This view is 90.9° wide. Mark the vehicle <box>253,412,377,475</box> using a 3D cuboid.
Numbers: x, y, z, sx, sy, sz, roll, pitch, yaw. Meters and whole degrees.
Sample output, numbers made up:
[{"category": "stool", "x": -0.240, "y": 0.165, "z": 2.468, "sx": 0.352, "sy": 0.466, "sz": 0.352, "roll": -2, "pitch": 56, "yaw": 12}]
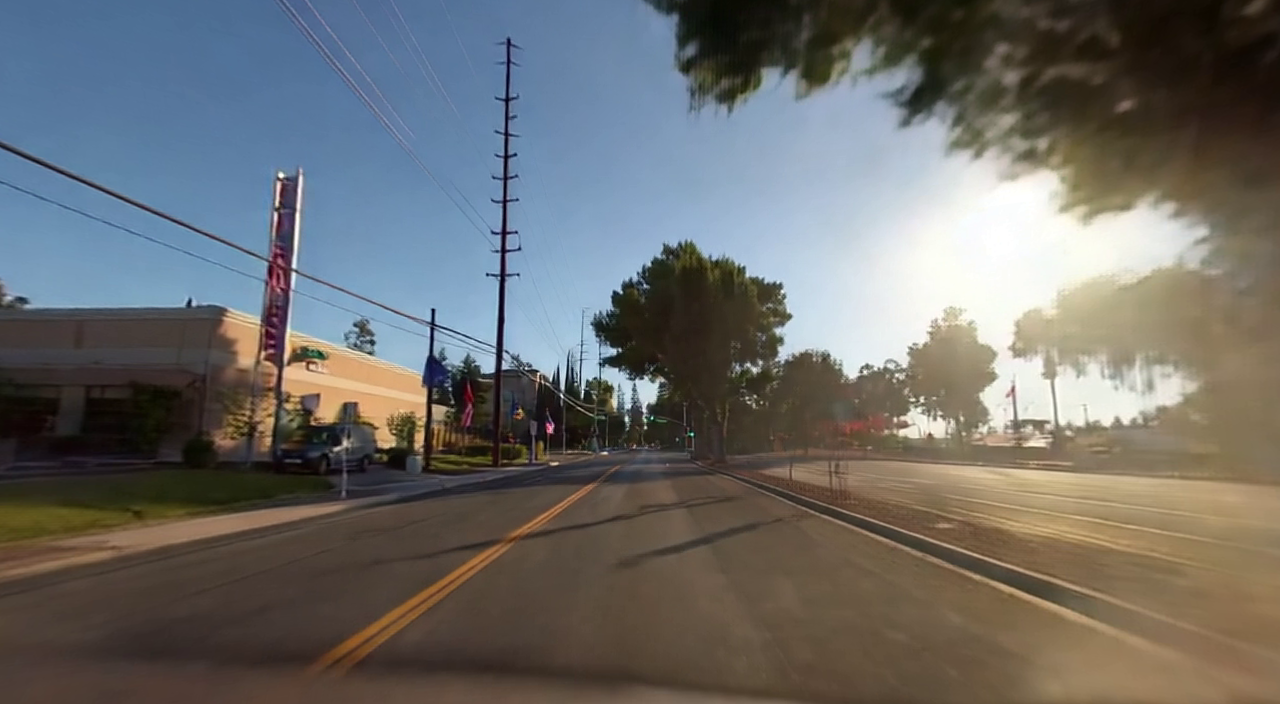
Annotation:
[{"category": "vehicle", "x": -13.064, "y": 3.749, "z": 25.896, "sx": 2.476, "sy": 2.256, "sz": 5.686, "roll": 0, "pitch": -8, "yaw": -5}]
